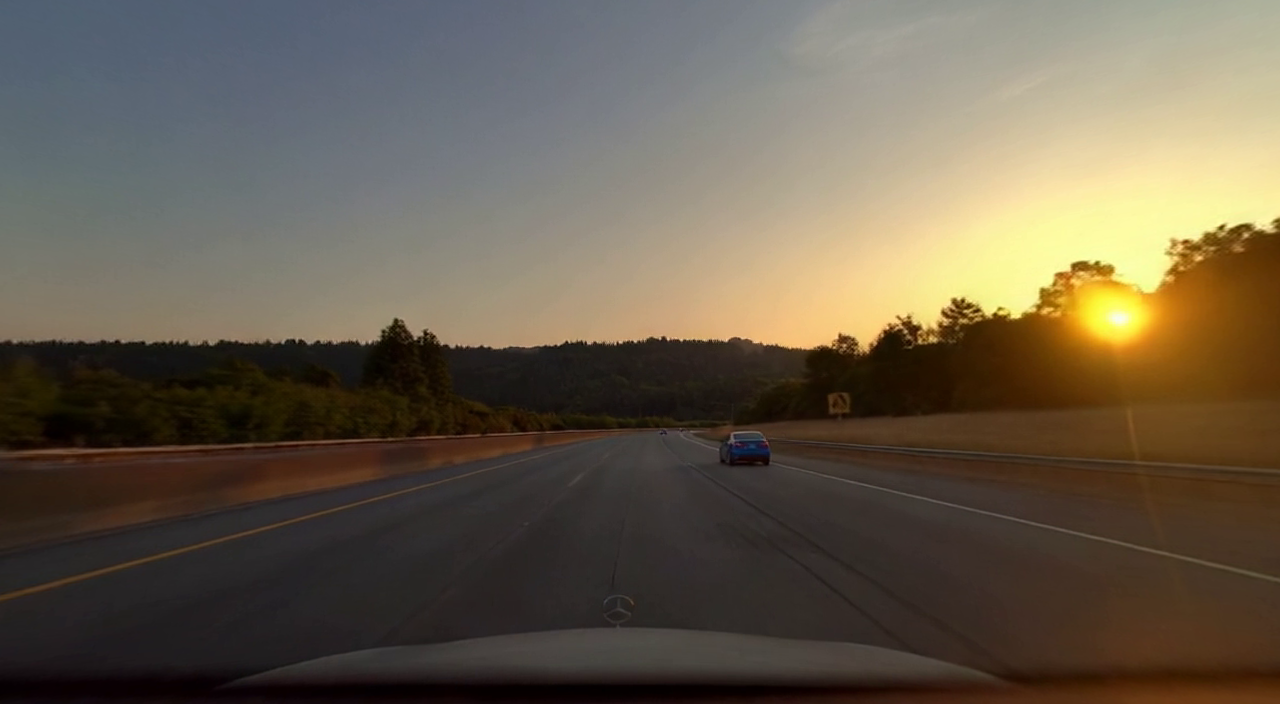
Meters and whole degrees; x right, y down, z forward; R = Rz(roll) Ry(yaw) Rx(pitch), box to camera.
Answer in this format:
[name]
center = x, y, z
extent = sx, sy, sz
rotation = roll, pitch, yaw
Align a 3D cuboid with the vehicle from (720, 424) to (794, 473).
[vehicle]
center = 3.925, 3.288, 21.676
extent = 1.765, 1.510, 3.762
rotation = 0, -8, -1
